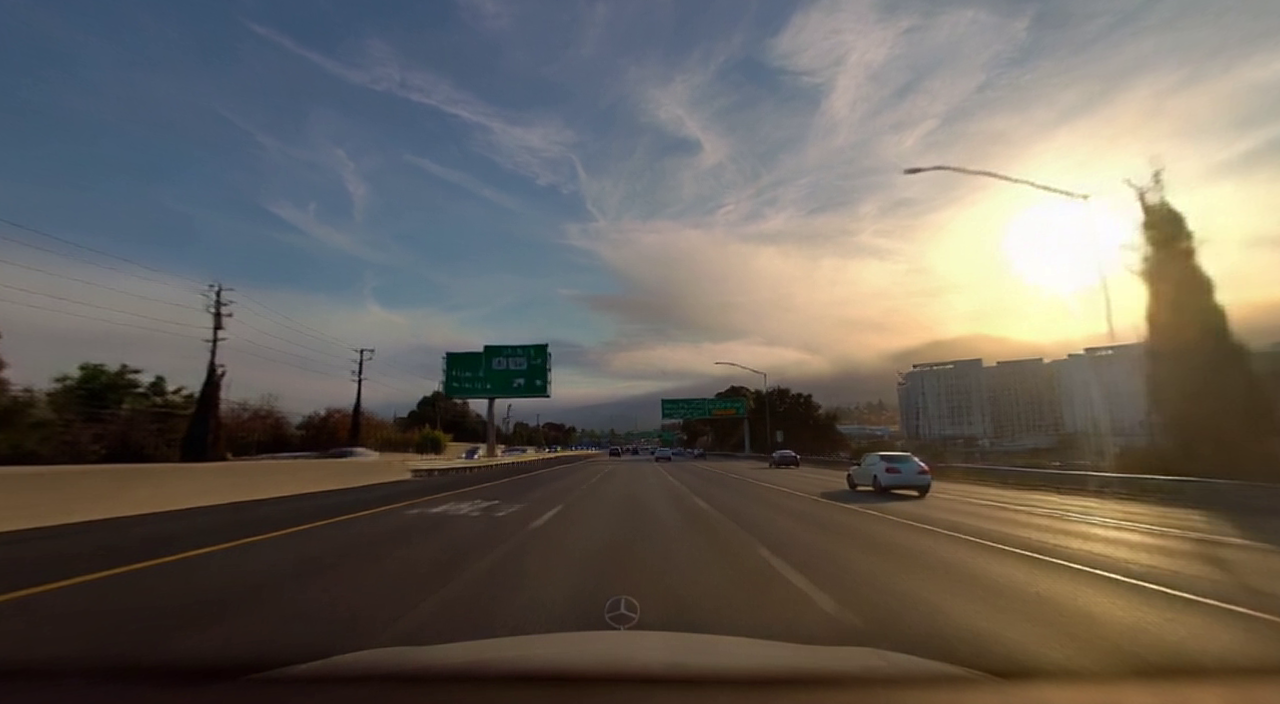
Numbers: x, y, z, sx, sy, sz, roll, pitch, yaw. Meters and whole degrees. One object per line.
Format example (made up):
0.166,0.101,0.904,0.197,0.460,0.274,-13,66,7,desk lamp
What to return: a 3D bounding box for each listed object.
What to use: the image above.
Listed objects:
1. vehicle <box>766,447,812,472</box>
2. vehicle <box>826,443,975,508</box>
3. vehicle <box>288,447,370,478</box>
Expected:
9.605,6.969,41.084,1.878,1.509,4.327,0,-9,-1,vehicle
6.816,3.257,17.241,1.861,1.500,4.860,0,-9,-2,vehicle
-15.824,5.621,32.431,1.859,1.486,4.543,0,-9,0,vehicle
